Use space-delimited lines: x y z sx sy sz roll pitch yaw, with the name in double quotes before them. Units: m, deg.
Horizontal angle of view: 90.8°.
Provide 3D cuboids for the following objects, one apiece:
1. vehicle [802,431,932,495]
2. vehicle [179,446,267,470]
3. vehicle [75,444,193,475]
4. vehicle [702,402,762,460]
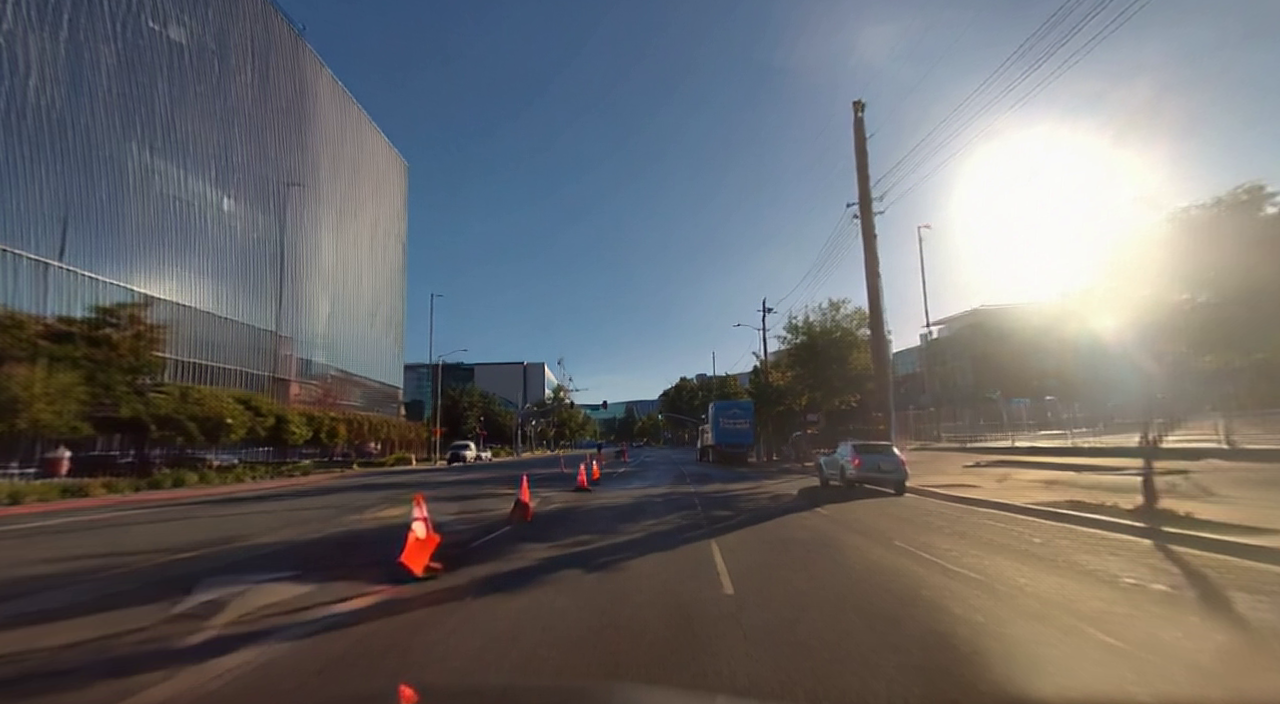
"vehicle" 6.397 3.171 18.462 2.098 1.619 4.433 0 -8 -1
"vehicle" -24.446 6.237 37.119 3.905 1.345 1.737 0 -8 -1
"vehicle" -25.278 5.379 31.679 4.237 1.490 1.901 0 -8 -2
"vehicle" 6.739 6.105 47.864 3.176 3.913 9.805 0 -8 1
